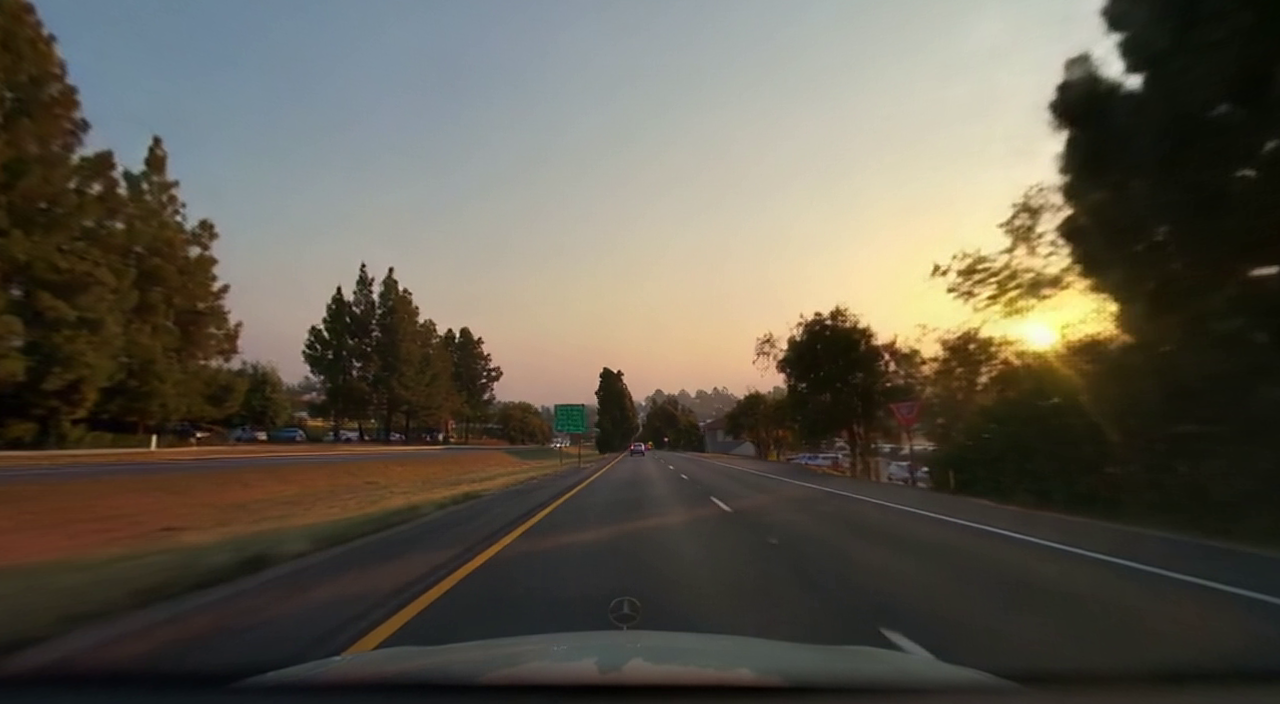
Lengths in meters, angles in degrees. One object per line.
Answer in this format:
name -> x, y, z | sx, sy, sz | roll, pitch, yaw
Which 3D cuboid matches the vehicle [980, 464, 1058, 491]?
vehicle -> 29.078, 9.572, 48.431 | 4.895, 1.819, 2.060 | -5, -10, 31
